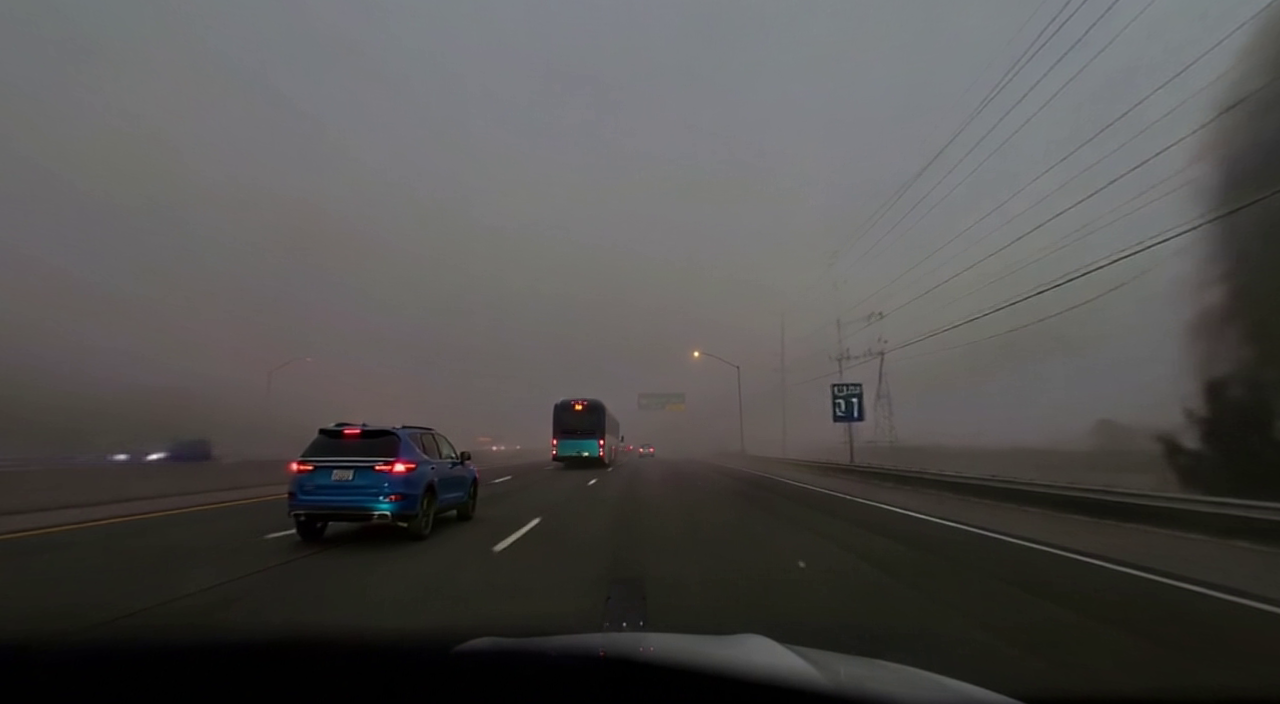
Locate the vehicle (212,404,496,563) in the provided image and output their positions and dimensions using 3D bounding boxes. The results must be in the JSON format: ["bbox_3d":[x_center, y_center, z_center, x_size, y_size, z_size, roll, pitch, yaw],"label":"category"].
[{"bbox_3d":[-3.648,1.765,9.129,2.021,1.730,4.223,0,-8,1],"label":"vehicle"}]

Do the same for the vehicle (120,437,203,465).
[{"bbox_3d":[-24.092,4.993,31.910,1.472,1.351,3.350,0,-9,1],"label":"vehicle"}]

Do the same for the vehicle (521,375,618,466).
[{"bbox_3d":[-3.196,3.846,32.576,3.382,3.712,11.766,2,-9,1],"label":"vehicle"}]
